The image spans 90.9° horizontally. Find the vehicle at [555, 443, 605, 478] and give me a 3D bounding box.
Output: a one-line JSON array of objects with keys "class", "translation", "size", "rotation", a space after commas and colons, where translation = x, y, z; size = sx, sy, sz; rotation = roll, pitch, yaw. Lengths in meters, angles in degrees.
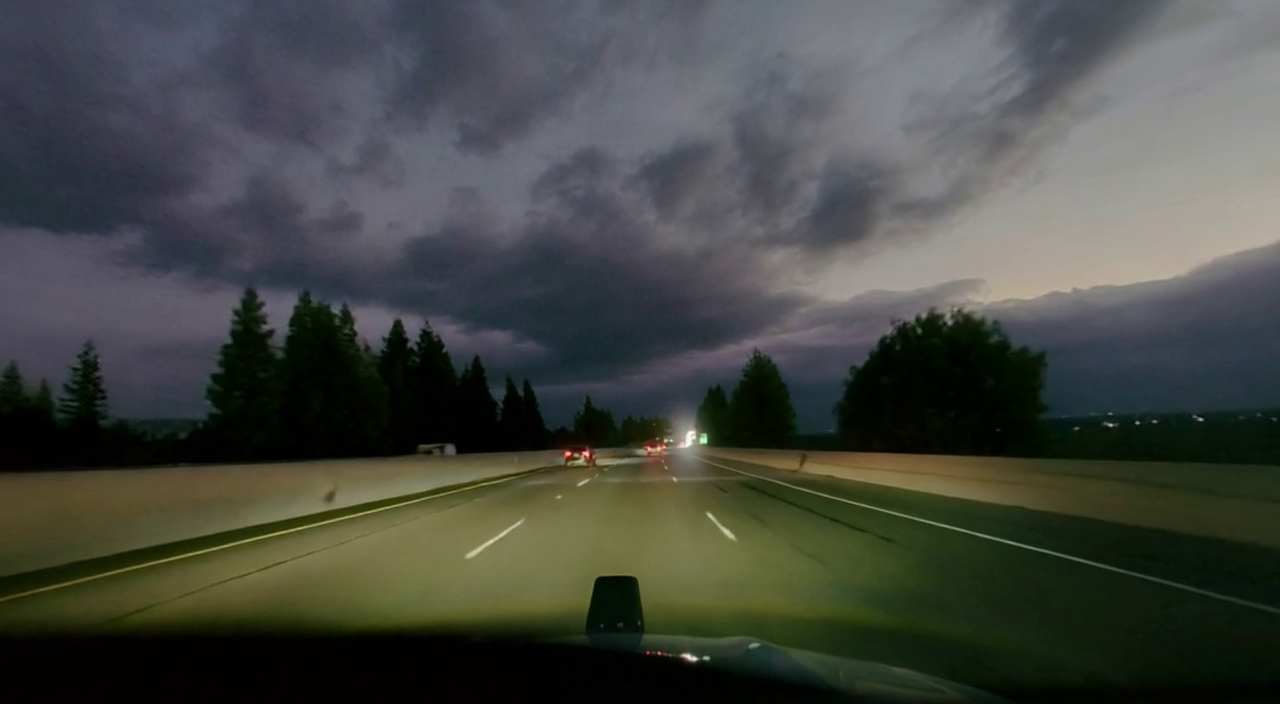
[{"class": "vehicle", "translation": [-2.926, 5.420, 31.630], "size": [1.959, 1.571, 4.313], "rotation": [-1, -9, 2]}]
